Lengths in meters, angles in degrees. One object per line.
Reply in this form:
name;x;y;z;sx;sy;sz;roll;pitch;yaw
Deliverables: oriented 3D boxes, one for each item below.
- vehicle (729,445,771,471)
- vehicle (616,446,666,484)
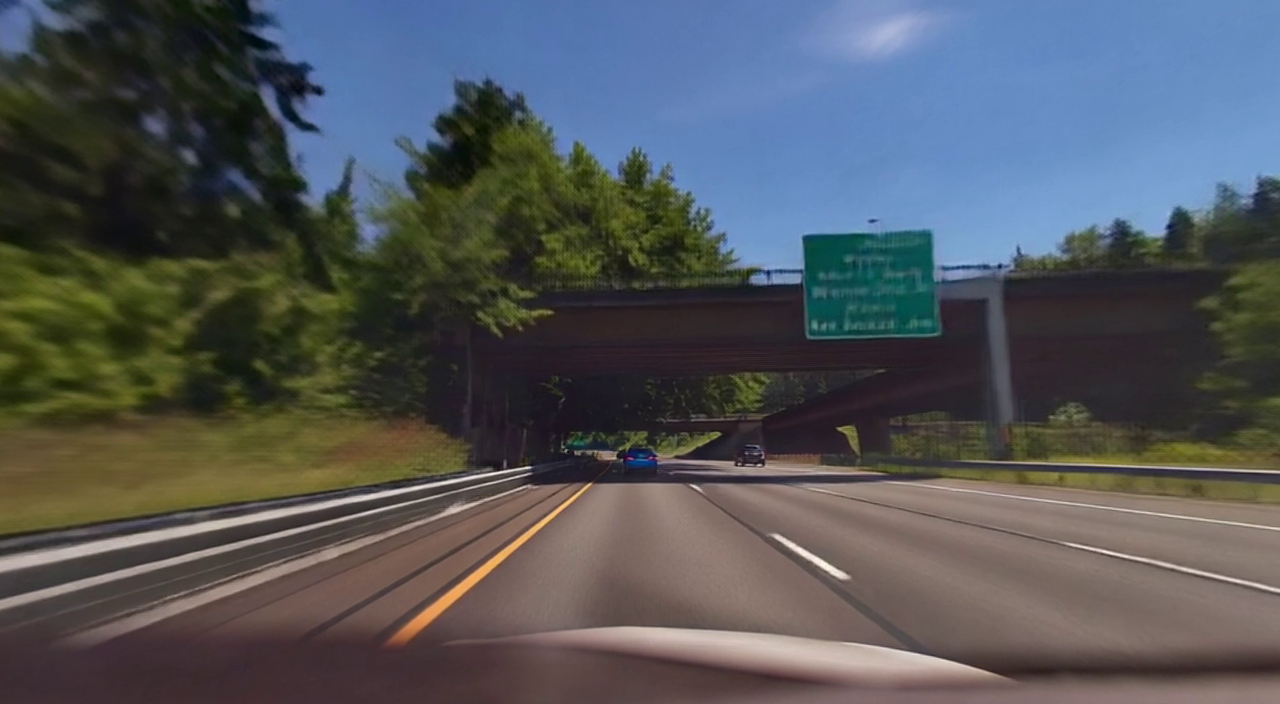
vehicle;7.437;7.190;42.955;2.006;1.639;4.087;0;-9;-1
vehicle;0.008;4.892;27.668;2.069;1.523;4.012;0;-9;-1
